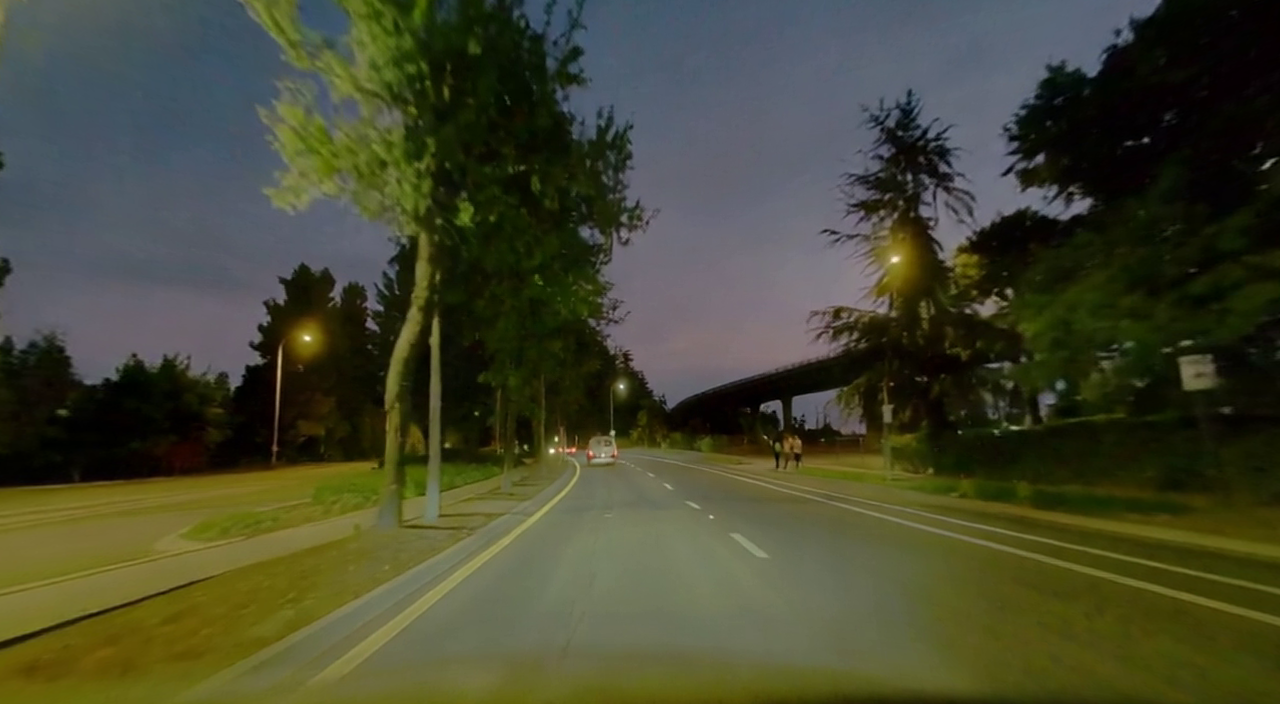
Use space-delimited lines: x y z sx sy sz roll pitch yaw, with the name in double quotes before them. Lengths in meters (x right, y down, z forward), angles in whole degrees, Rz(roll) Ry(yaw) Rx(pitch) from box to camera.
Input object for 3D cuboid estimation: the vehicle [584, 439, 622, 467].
"vehicle" -2.504 6.660 41.776 2.184 1.713 4.231 1 -9 -7
